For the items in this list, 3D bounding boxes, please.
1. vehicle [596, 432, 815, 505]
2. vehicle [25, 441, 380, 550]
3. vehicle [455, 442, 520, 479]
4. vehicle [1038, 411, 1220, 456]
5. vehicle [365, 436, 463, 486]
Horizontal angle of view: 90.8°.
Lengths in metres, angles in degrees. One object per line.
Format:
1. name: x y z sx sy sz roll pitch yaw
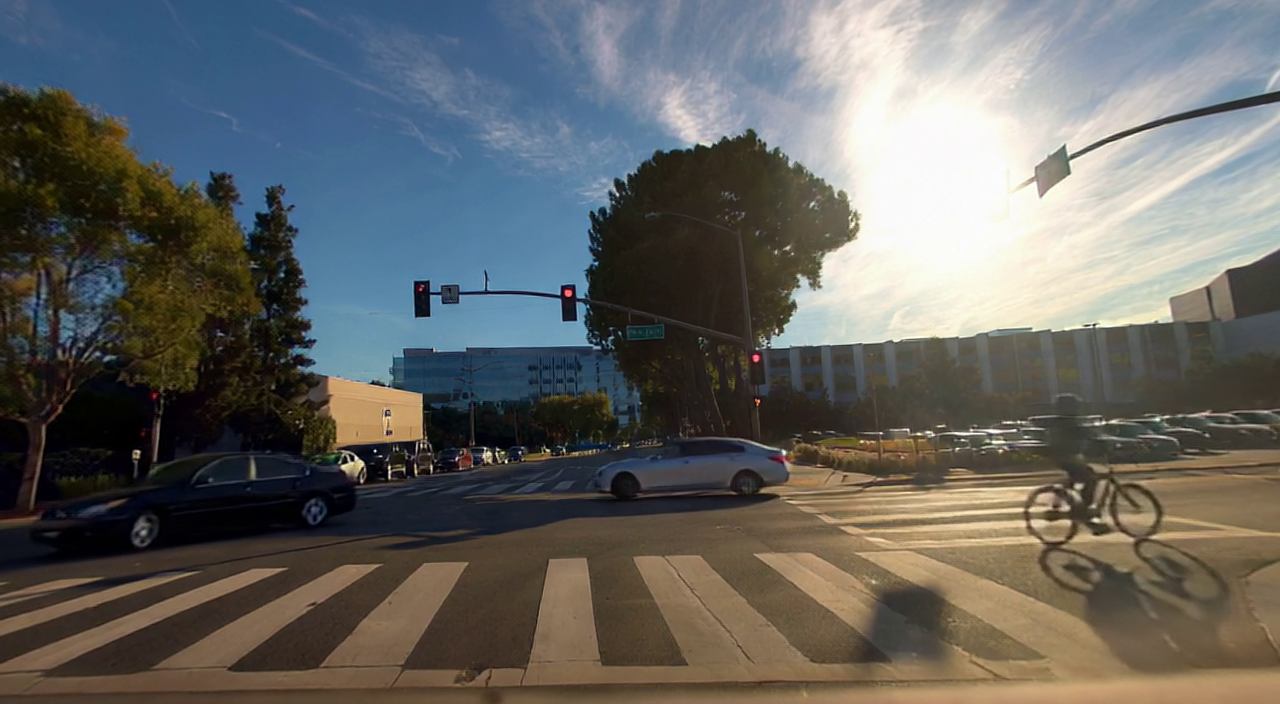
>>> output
1. vehicle: 1.329 2.509 13.700 4.385 1.419 1.855 -1 -9 2
2. vehicle: -7.017 2.236 10.570 4.533 1.419 1.755 8 -12 -42
3. vehicle: -6.977 4.990 29.319 2.024 1.470 4.153 -3 -9 -1
4. vehicle: 16.899 2.904 22.135 4.560 1.453 1.851 -3 -9 18
5. vehicle: -10.167 4.952 29.055 2.475 1.940 5.702 -3 -9 0
